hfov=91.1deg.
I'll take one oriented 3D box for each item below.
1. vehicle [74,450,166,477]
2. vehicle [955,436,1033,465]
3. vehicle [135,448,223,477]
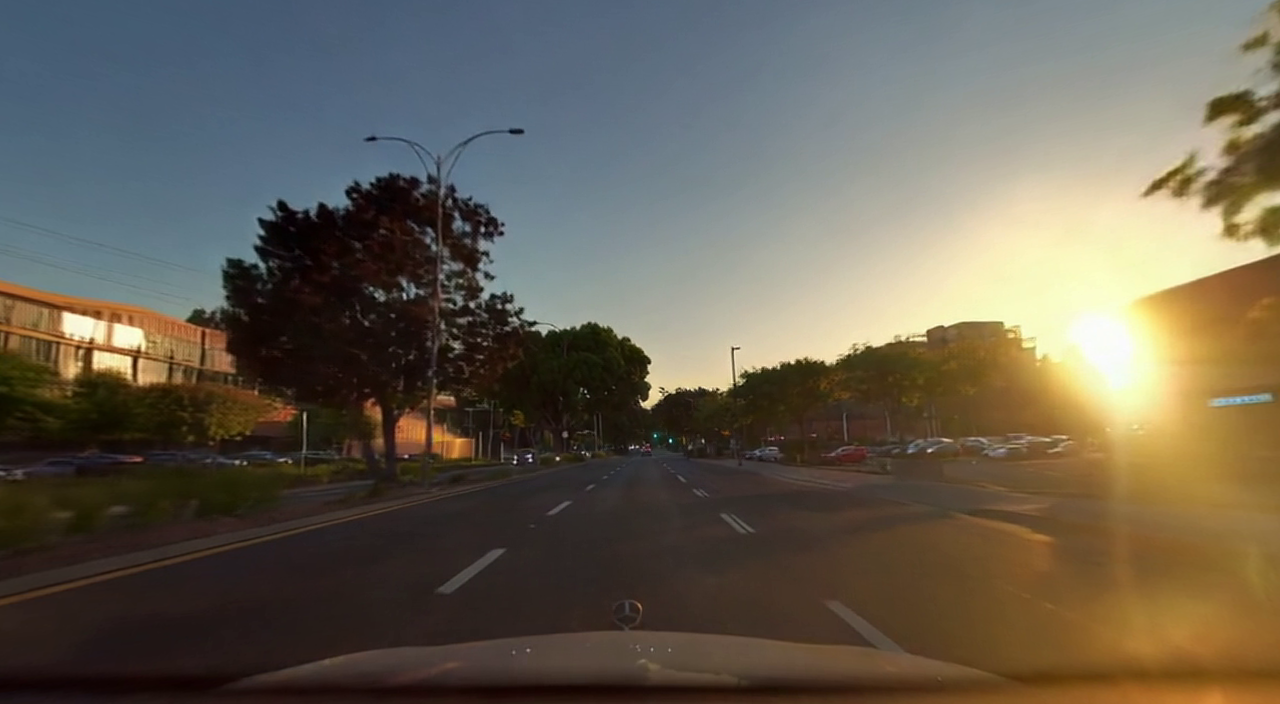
[{"bbox_3d":[-40.477,8.675,49.083,2.266,1.915,5.560,0,-9,3],"label":"vehicle"},{"bbox_3d":[26.973,7.534,47.986,4.569,1.929,2.084,-2,-10,-2],"label":"vehicle"},{"bbox_3d":[-35.769,8.548,48.948,2.471,2.129,5.492,0,-9,3],"label":"vehicle"}]
